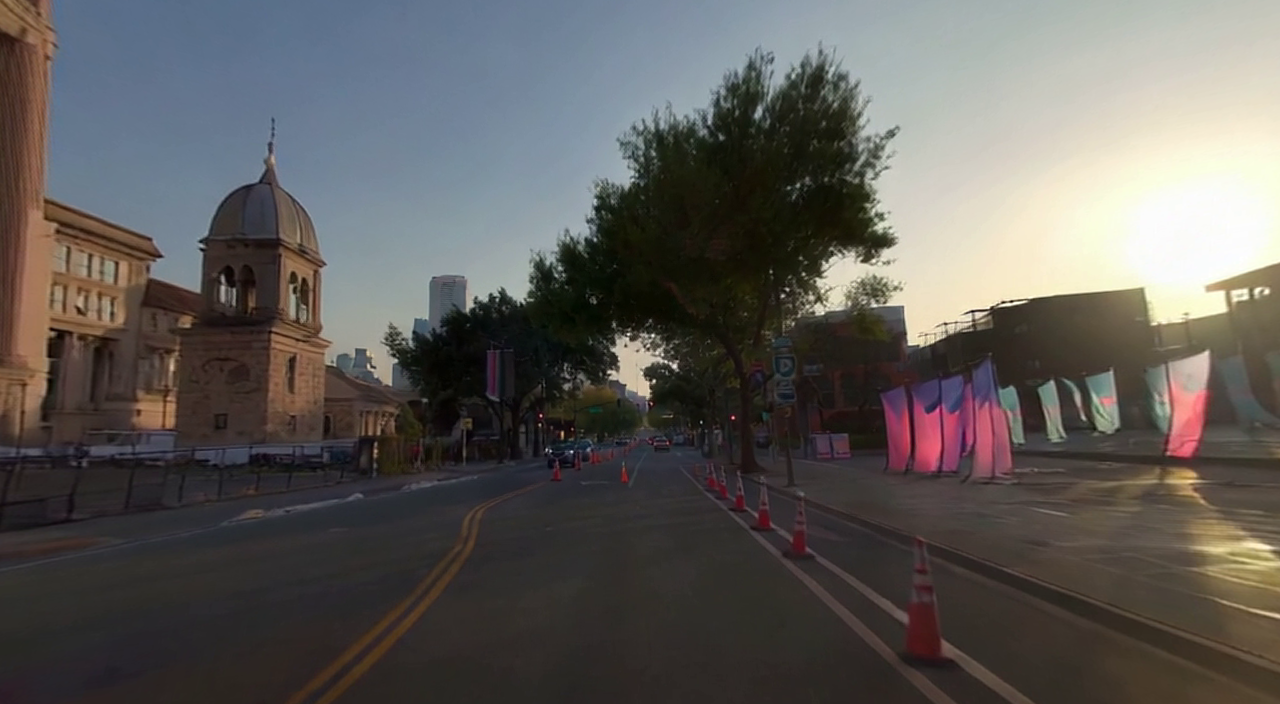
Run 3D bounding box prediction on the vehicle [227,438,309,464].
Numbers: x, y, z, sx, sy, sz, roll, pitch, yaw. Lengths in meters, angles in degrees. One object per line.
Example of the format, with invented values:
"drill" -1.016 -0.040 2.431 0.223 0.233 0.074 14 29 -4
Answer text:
"vehicle" -25.991 6.940 44.127 4.445 1.753 2.044 0 -8 0
